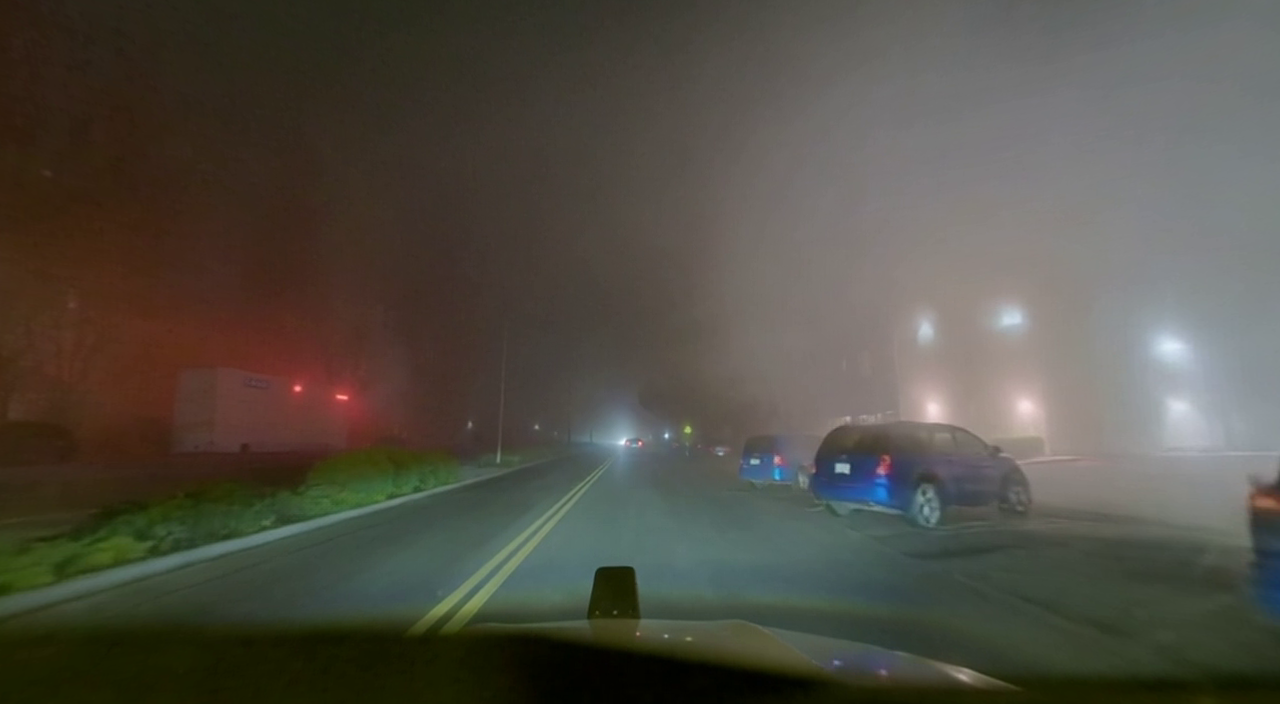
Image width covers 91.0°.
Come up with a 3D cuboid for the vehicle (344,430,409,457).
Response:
[{"bbox_3d":[-15.741,5.513,37.920,1.909,1.465,4.758,0,-8,-1],"label":"vehicle"}]

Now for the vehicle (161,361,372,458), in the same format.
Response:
[{"bbox_3d":[-18.985,3.433,34.058,3.054,4.140,14.110,-1,-8,-1],"label":"vehicle"}]

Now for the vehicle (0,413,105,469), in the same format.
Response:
[{"bbox_3d":[-18.648,2.632,18.507,1.909,1.518,4.459,-1,-8,0],"label":"vehicle"}]

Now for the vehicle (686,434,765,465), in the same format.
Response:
[{"bbox_3d":[4.488,5.063,32.782,3.896,1.488,1.868,6,-10,-37],"label":"vehicle"}]

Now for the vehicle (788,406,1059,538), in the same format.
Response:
[{"bbox_3d":[4.712,1.812,10.208,4.585,1.660,1.969,6,-10,-37],"label":"vehicle"}]
